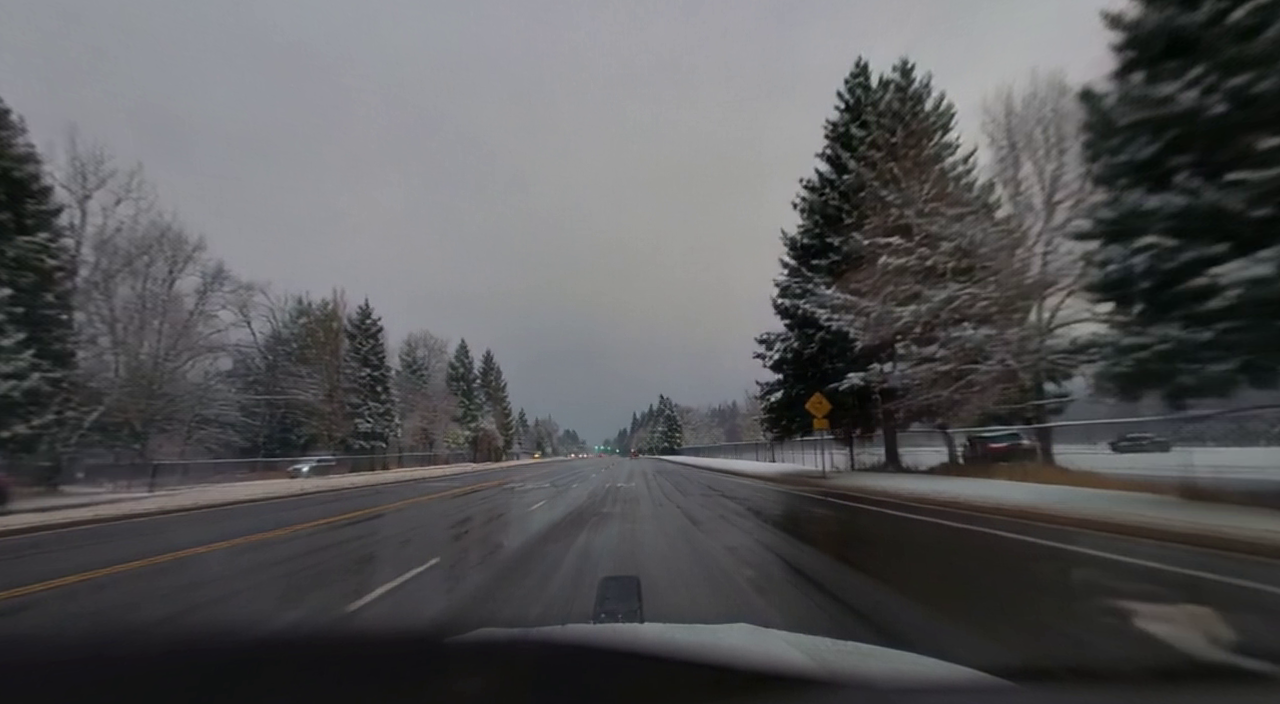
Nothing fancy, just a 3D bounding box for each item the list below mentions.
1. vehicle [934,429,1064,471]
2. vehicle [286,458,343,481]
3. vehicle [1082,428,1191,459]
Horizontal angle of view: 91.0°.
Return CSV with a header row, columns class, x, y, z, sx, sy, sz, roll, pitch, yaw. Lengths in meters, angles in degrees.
class,x,y,z,sx,sy,sz,roll,pitch,yaw
vehicle,16.439,4.505,29.002,4.740,1.831,2.002,0,-9,0
vehicle,-24.384,8.798,47.340,1.914,1.500,4.462,-1,-9,0
vehicle,28.735,5.344,36.638,4.617,1.682,1.830,-5,-10,29
